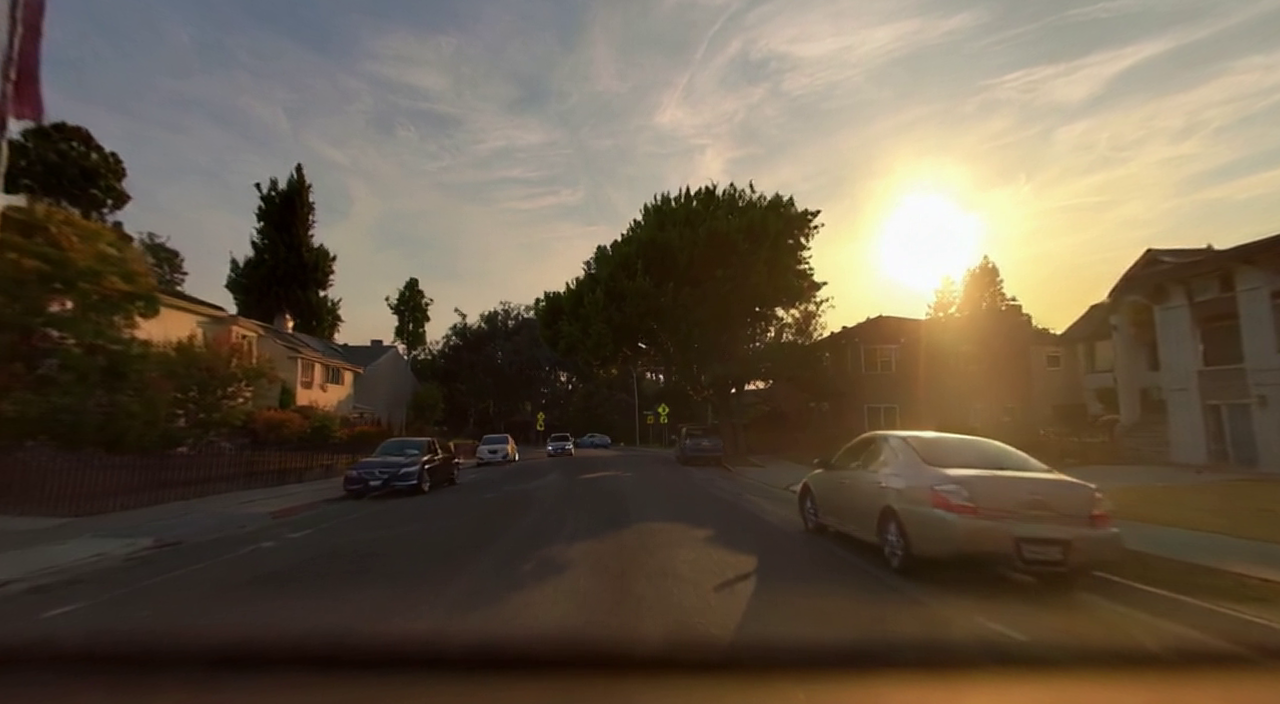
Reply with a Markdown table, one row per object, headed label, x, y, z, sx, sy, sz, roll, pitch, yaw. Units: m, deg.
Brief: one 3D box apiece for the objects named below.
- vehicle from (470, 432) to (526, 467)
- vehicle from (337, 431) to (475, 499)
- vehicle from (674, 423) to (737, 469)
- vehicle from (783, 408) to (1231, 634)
| label | x | y | z | sx | sy | sz | roll | pitch | yaw |
| --- | --- | --- | --- | --- | --- | --- | --- | --- | --- |
| vehicle | -6.599 | 4.551 | 29.665 | 1.842 | 1.540 | 3.704 | 0 | -8 | -2 |
| vehicle | -6.022 | 2.917 | 17.039 | 1.972 | 1.502 | 5.530 | 0 | -8 | -4 |
| vehicle | 2.508 | 3.744 | 25.366 | 1.997 | 1.663 | 4.544 | 0 | -8 | -1 |
| vehicle | 3.178 | 1.489 | 6.969 | 1.875 | 1.568 | 4.899 | 0 | -7 | -2 |
